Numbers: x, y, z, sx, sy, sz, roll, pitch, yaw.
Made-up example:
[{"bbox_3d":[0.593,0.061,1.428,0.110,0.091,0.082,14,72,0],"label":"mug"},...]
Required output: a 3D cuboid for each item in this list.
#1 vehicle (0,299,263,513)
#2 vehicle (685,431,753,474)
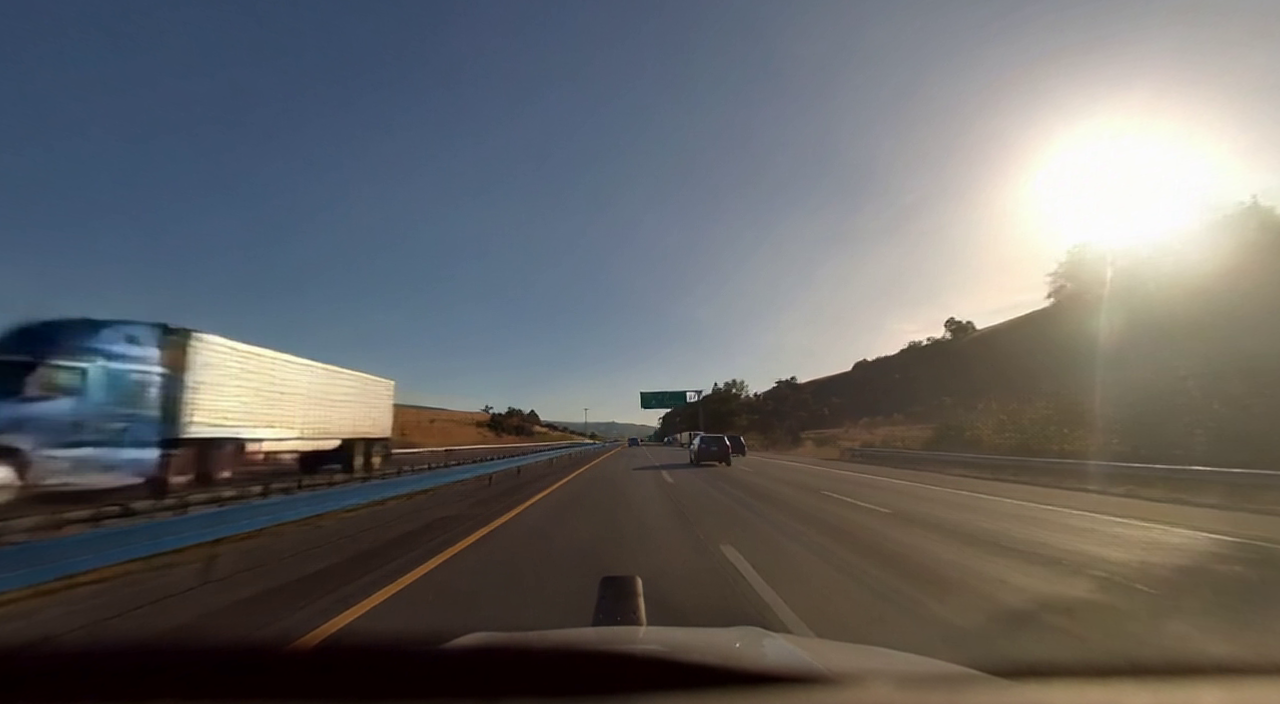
[{"bbox_3d":[-12.350,1.387,14.853,2.955,4.003,6.220,0,-8,-1],"label":"vehicle"},{"bbox_3d":[3.095,4.038,25.586,2.084,1.583,4.420,0,-8,-1],"label":"vehicle"}]
